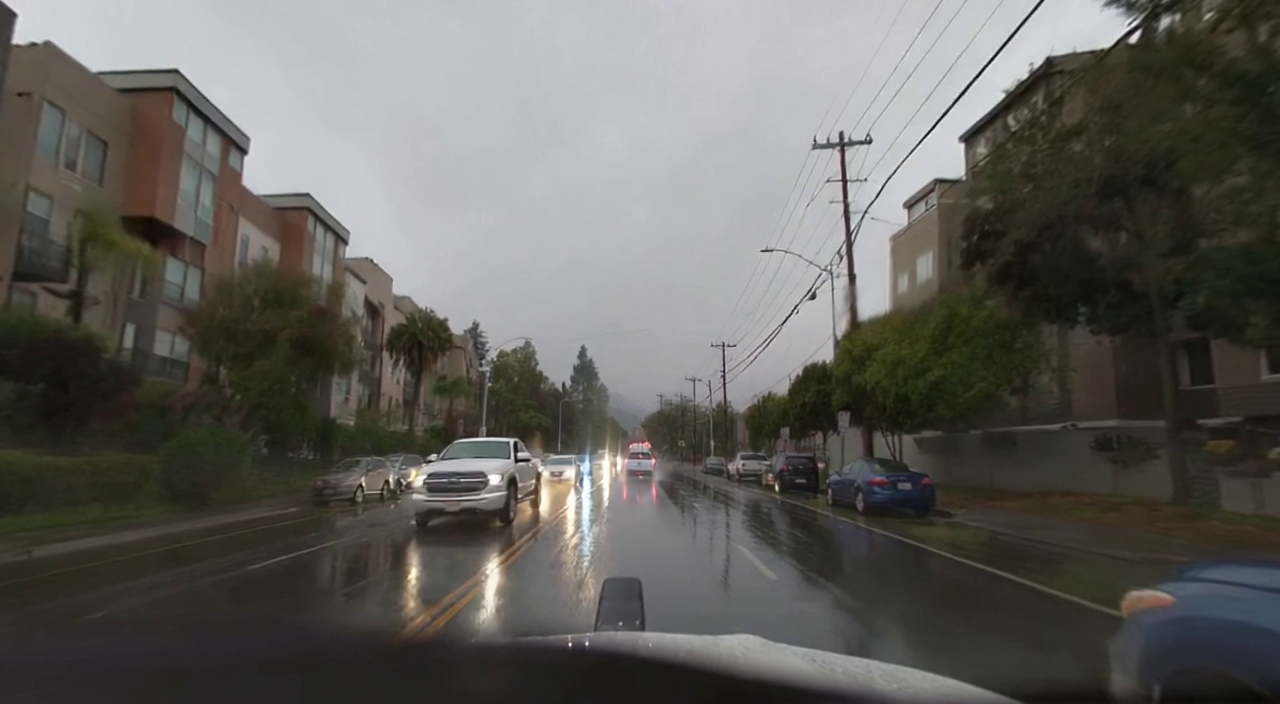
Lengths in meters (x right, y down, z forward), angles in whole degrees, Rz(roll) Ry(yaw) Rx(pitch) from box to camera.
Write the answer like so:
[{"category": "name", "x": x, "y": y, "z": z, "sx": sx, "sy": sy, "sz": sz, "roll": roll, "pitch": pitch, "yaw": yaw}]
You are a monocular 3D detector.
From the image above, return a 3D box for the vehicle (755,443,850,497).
[{"category": "vehicle", "x": 6.261, "y": 4.568, "z": 25.020, "sx": 2.211, "sy": 1.884, "sz": 5.031, "roll": 0, "pitch": -8, "yaw": -2}]

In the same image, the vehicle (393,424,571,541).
[{"category": "vehicle", "x": -2.655, "y": 2.331, "z": 11.962, "sx": 2.167, "sy": 1.761, "sz": 4.584, "roll": 0, "pitch": -8, "yaw": 0}]

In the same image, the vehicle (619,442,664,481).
[{"category": "vehicle", "x": 0.128, "y": 5.842, "z": 34.110, "sx": 2.308, "sy": 1.940, "sz": 4.125, "roll": 0, "pitch": -8, "yaw": 2}]

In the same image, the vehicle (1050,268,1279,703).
[{"category": "vehicle", "x": 3.055, "y": 0.496, "z": 0.661, "sx": 2.027, "sy": 1.907, "sz": 4.736, "roll": 0, "pitch": -8, "yaw": 0}]

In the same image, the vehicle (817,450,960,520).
[{"category": "vehicle", "x": 6.277, "y": 3.378, "z": 16.630, "sx": 1.964, "sy": 1.550, "sz": 4.424, "roll": 0, "pitch": -8, "yaw": 0}]

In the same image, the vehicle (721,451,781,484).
[{"category": "vehicle", "x": 6.293, "y": 6.630, "z": 36.691, "sx": 2.350, "sy": 1.706, "sz": 5.901, "roll": 0, "pitch": -8, "yaw": -1}]
